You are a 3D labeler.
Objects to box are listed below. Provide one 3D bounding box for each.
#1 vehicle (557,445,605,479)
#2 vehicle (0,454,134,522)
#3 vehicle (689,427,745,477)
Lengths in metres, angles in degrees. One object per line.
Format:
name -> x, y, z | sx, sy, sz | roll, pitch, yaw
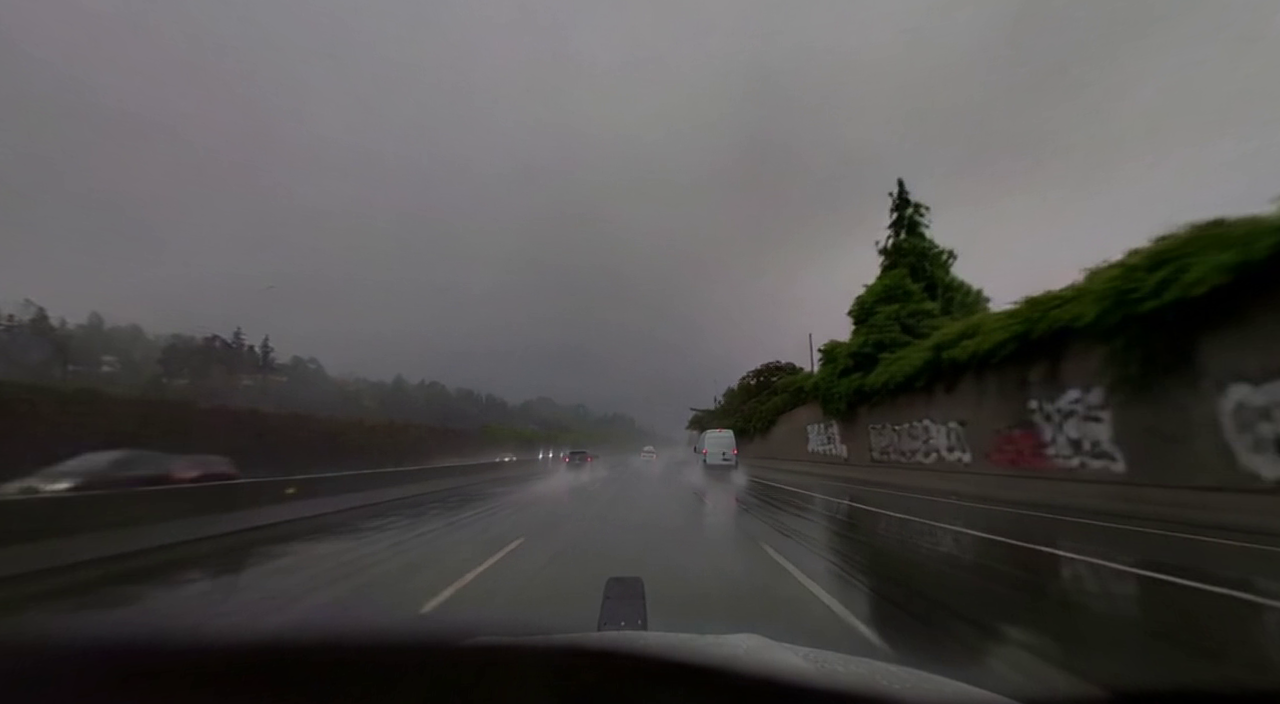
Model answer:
vehicle -> -2.907, 5.578, 32.159 | 1.964, 1.618, 4.489 | 0, -9, 0
vehicle -> -15.866, 3.470, 16.532 | 1.830, 1.557, 3.942 | 0, -9, 1
vehicle -> 4.286, 5.725, 36.148 | 2.469, 2.591, 5.653 | 0, -9, 0
